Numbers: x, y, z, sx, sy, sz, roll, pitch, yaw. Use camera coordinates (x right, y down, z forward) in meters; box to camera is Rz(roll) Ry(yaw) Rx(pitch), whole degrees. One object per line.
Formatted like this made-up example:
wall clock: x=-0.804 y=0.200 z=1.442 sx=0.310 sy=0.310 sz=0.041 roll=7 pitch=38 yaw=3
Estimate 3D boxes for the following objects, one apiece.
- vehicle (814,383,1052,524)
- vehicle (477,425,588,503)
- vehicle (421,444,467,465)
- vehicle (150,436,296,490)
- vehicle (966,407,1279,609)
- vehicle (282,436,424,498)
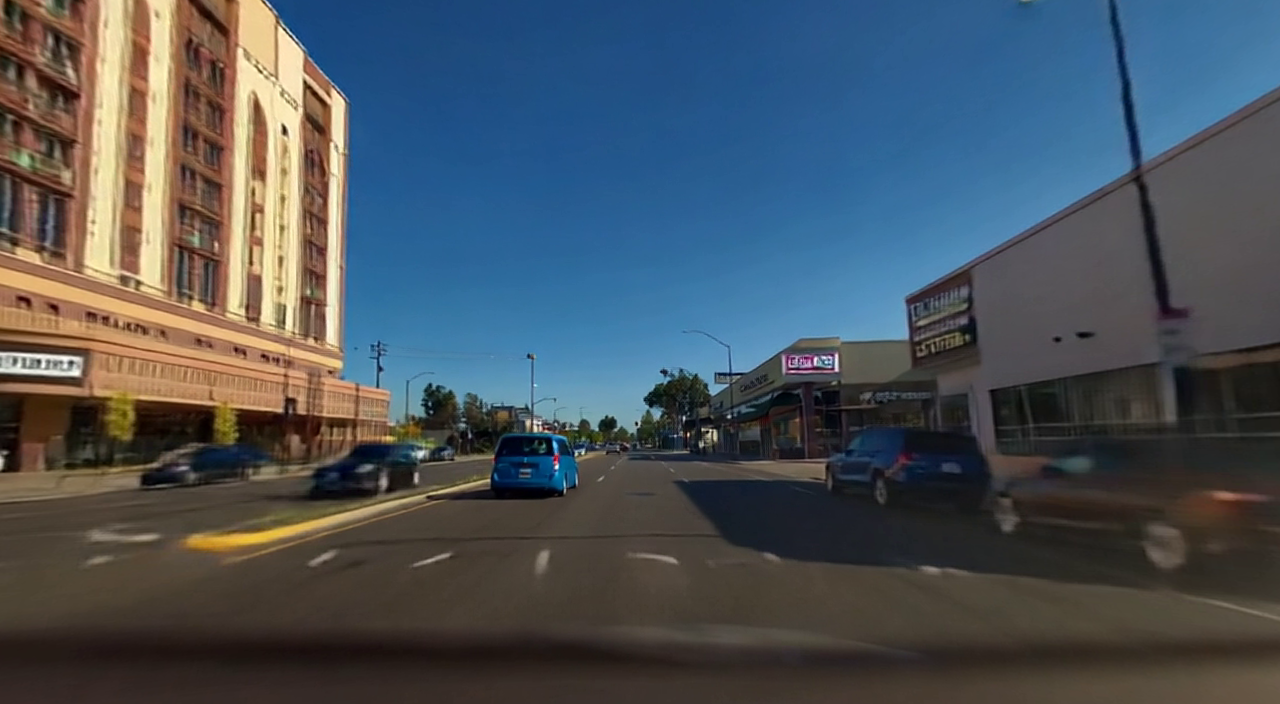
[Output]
vehicle: x=6.268 y=2.321 z=14.760 sx=2.642 sy=2.582 sz=6.157 roll=0 pitch=-8 yaw=1
vehicle: x=-2.561 y=2.788 z=16.024 sx=2.080 sy=1.722 sz=3.766 roll=0 pitch=-8 yaw=1
vehicle: x=-14.459 y=7.566 z=46.663 sx=1.909 sy=1.490 sz=4.531 roll=0 pitch=-8 yaw=1
vehicle: x=-14.602 y=3.882 z=22.411 sx=1.993 sy=1.710 sz=4.520 roll=0 pitch=-8 yaw=1
vehicle: x=6.431 y=1.727 z=8.034 sx=1.942 sy=1.753 sz=4.912 roll=0 pitch=-8 yaw=1
vehicle: x=-7.830 y=3.156 z=17.677 sx=1.990 sy=1.513 sz=4.176 roll=0 pitch=-8 yaw=0
